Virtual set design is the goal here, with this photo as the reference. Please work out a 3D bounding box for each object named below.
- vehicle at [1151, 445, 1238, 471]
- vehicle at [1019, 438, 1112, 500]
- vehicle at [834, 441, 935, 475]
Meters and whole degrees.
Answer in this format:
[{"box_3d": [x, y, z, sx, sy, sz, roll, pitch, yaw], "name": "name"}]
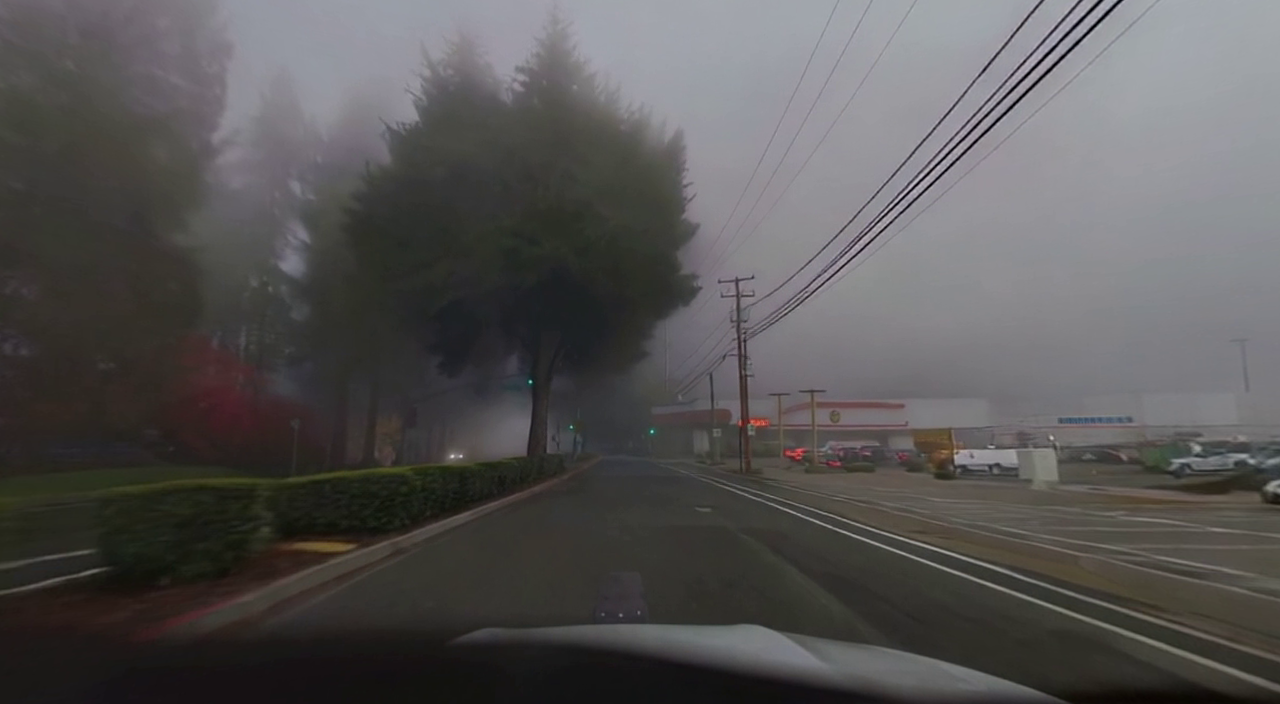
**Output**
[{"box_3d": [41.268, 7.903, 47.114, 4.406, 1.781, 2.092, 0, -10, 1], "name": "vehicle"}, {"box_3d": [14.391, 3.971, 21.654, 2.086, 1.845, 4.694, -5, -11, 28], "name": "vehicle"}, {"box_3d": [14.110, 6.151, 36.712, 4.996, 1.720, 2.027, 1, -9, 2], "name": "vehicle"}]
